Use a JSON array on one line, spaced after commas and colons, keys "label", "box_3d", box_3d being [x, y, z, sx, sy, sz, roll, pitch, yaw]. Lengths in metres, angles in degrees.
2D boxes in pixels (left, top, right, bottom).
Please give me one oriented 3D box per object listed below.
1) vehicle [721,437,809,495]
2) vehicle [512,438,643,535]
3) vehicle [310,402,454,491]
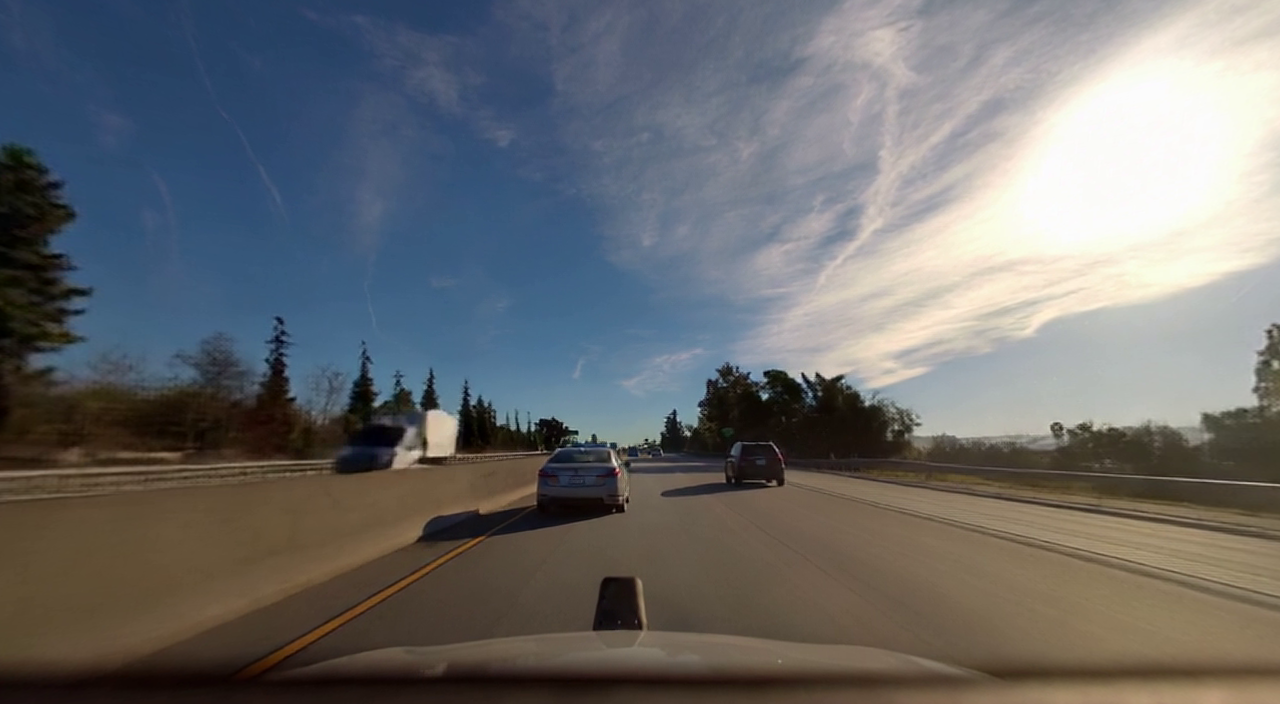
[{"label": "vehicle", "box_3d": [3.705, 3.456, 19.295, 1.910, 1.554, 3.718, 0, -9, 0]}, {"label": "vehicle", "box_3d": [-0.965, 2.416, 11.890, 2.013, 1.479, 4.169, 0, -9, 0]}, {"label": "vehicle", "box_3d": [-9.436, 3.610, 23.915, 2.559, 2.857, 6.693, 0, -9, 1]}]
